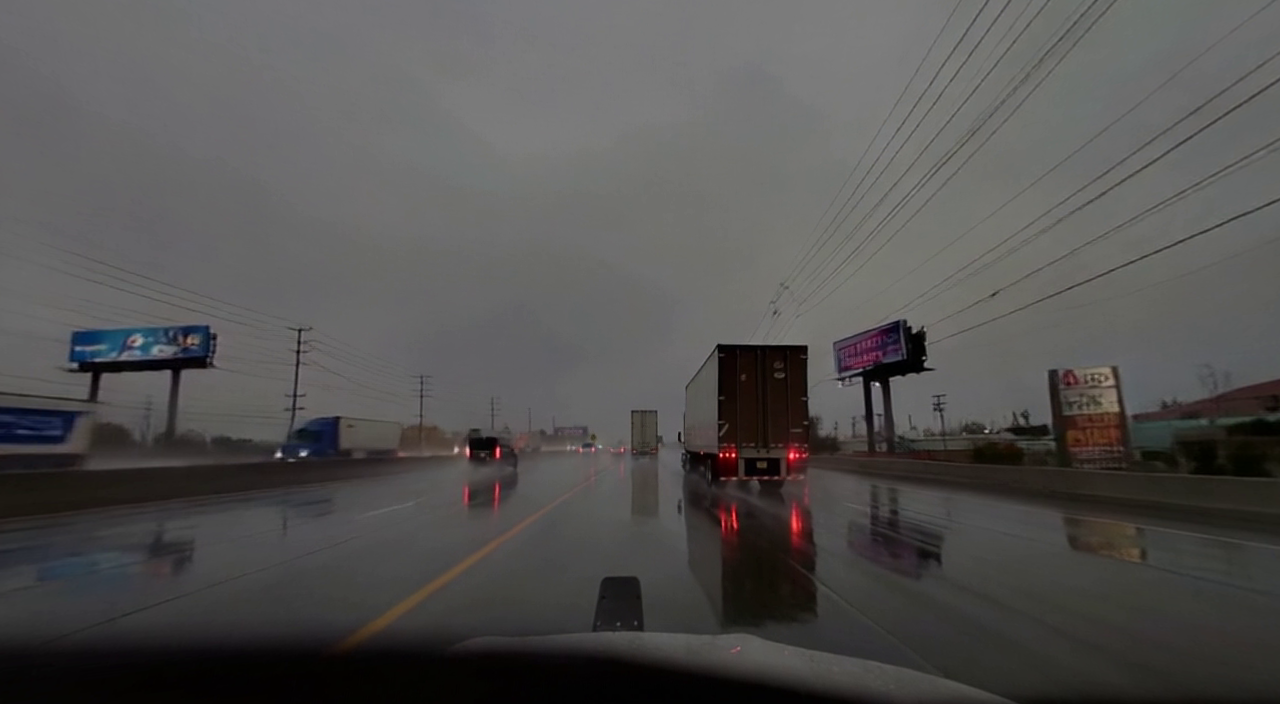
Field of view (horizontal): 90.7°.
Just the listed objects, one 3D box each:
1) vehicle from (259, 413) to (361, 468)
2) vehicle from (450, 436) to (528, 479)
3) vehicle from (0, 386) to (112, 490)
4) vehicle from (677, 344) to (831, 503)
[{"bbox_3d":[-24.486,6.717,47.662,2.894,3.754,8.528,0,-9,1],"label":"vehicle"},{"bbox_3d":[-7.406,5.255,31.803,2.425,1.917,5.647,0,-9,1],"label":"vehicle"},{"bbox_3d":[-28.608,3.137,23.357,2.823,4.374,17.794,0,-9,0],"label":"vehicle"},{"bbox_3d":[3.451,3.080,24.828,2.892,4.152,16.575,0,-9,0],"label":"vehicle"}]
